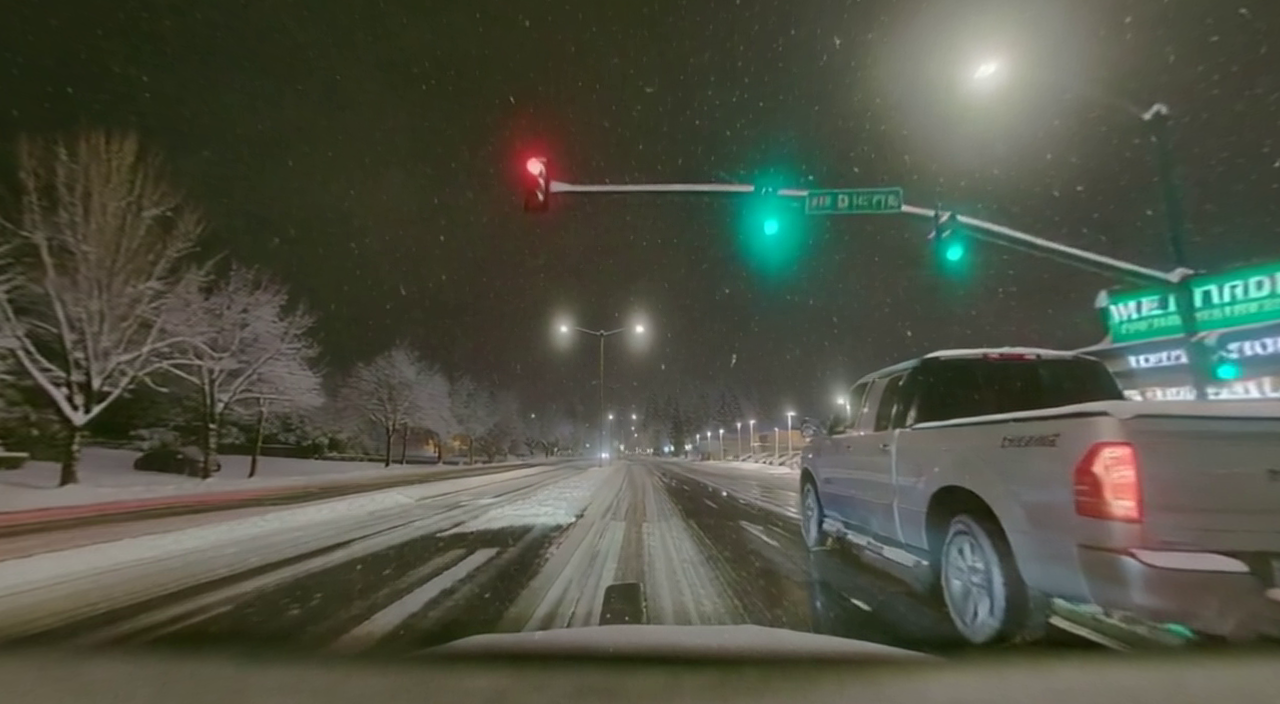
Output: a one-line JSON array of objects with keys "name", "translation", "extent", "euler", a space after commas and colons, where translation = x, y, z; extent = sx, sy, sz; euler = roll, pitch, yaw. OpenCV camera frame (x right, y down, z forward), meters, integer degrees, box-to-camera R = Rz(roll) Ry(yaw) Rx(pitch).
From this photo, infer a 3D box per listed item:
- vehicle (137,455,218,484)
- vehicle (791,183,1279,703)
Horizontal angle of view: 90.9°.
[{"name": "vehicle", "translation": [-28.238, 7.181, 38.539], "extent": [3.885, 1.425, 1.660], "euler": [-4, -6, 6]}, {"name": "vehicle", "translation": [3.369, 0.939, 5.815], "extent": [2.484, 2.642, 5.990], "euler": [0, -9, 0]}]
